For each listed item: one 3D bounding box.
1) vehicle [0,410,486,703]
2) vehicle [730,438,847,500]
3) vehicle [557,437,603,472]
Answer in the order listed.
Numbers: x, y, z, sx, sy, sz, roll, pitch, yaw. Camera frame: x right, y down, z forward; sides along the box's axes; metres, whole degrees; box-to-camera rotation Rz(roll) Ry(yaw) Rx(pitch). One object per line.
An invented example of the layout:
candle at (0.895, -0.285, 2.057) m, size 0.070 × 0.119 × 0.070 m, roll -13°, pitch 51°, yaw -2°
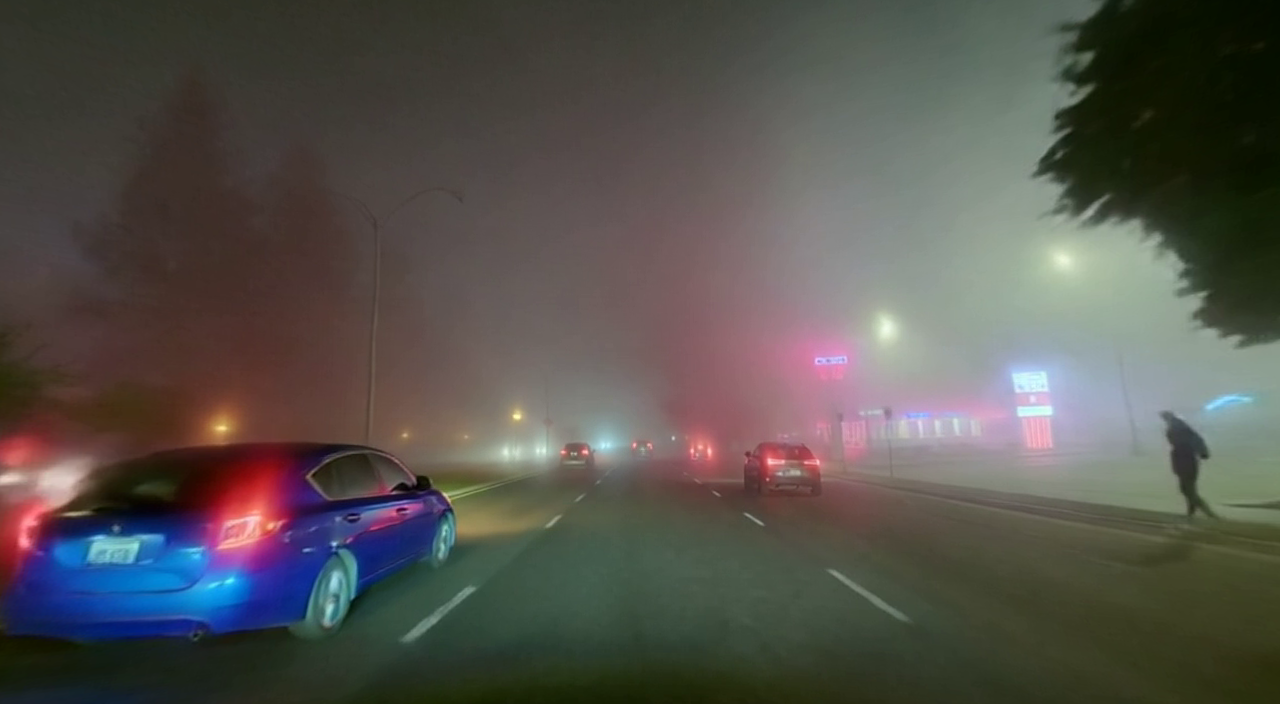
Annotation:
vehicle at (-2.966, 1.349, 5.190) m, size 2.082 × 1.460 × 4.922 m, roll 0°, pitch -8°, yaw 1°
vehicle at (3.918, 3.164, 17.550) m, size 2.036 × 1.480 × 4.659 m, roll 0°, pitch -8°, yaw -1°
vehicle at (-3.177, 5.511, 34.058) m, size 1.981 × 1.731 × 4.360 m, roll 0°, pitch -8°, yaw 1°
